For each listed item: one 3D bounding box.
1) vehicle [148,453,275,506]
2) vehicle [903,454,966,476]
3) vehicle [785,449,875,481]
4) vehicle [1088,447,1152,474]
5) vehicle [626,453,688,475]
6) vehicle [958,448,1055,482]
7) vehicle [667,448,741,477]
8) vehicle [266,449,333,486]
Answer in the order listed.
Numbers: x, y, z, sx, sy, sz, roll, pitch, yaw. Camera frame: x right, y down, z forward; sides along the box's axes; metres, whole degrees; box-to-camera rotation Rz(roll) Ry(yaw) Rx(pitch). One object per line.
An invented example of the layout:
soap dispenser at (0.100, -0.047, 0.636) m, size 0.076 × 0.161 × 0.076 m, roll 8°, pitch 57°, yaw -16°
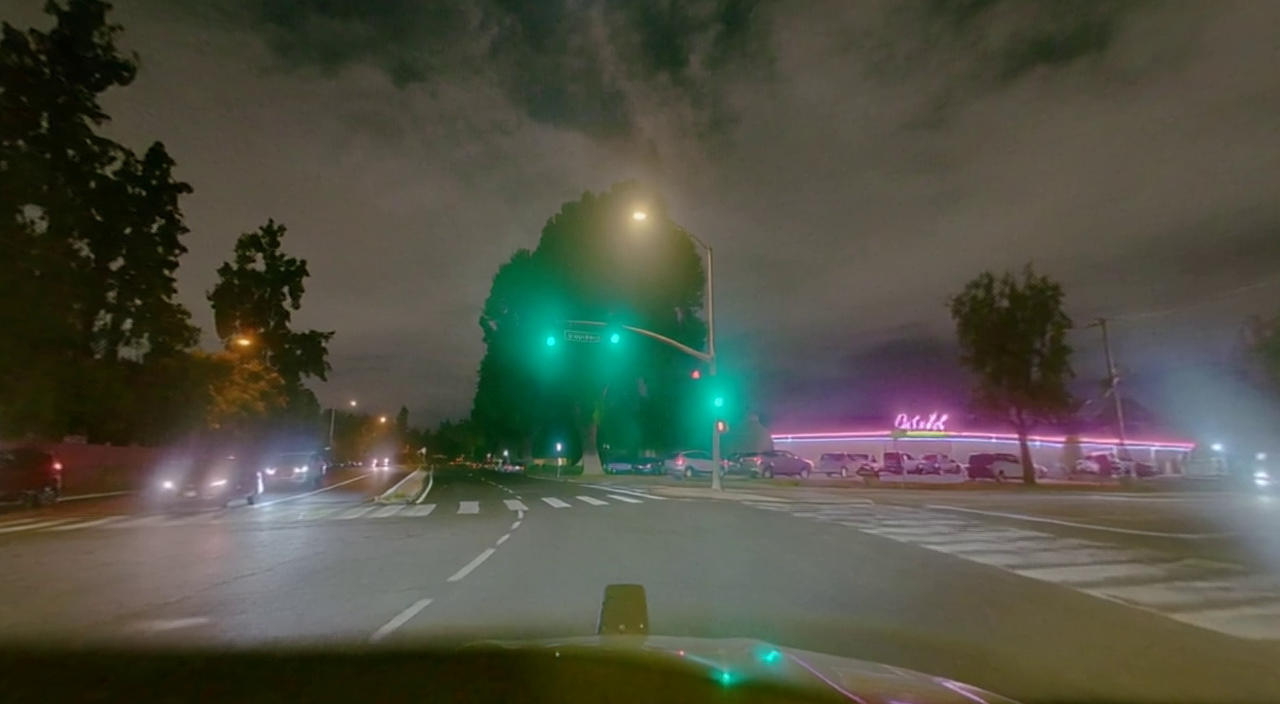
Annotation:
vehicle at (-14.274, 4.221, 21.364) m, size 1.961 × 1.492 × 4.702 m, roll 2°, pitch -9°, yaw -14°
vehicle at (20.402, 7.793, 43.640) m, size 4.324 × 1.437 × 1.865 m, roll 6°, pitch -10°, yaw -33°
vehicle at (10.639, 6.299, 35.297) m, size 4.375 × 1.685 × 2.045 m, roll 3°, pitch -9°, yaw -18°
vehicle at (35.162, 7.891, 46.124) m, size 4.689 × 1.888 × 2.114 m, roll 5°, pitch -10°, yaw -33°
vehicle at (1.244, 8.207, 46.175) m, size 4.257 × 1.474 × 1.751 m, roll 4°, pitch -9°, yaw -25°
vehicle at (19.779, 6.052, 34.040) m, size 4.530 × 1.696 × 1.979 m, roll 3°, pitch -9°, yaw -19°
vehicle at (4.245, 7.247, 41.458) m, size 4.669 × 1.770 × 1.896 m, roll 6°, pitch -10°, yaw -35°
vehicle at (-18.303, 6.173, 34.151) m, size 2.049 × 1.817 × 5.292 m, roll 2°, pitch -9°, yaw -16°
